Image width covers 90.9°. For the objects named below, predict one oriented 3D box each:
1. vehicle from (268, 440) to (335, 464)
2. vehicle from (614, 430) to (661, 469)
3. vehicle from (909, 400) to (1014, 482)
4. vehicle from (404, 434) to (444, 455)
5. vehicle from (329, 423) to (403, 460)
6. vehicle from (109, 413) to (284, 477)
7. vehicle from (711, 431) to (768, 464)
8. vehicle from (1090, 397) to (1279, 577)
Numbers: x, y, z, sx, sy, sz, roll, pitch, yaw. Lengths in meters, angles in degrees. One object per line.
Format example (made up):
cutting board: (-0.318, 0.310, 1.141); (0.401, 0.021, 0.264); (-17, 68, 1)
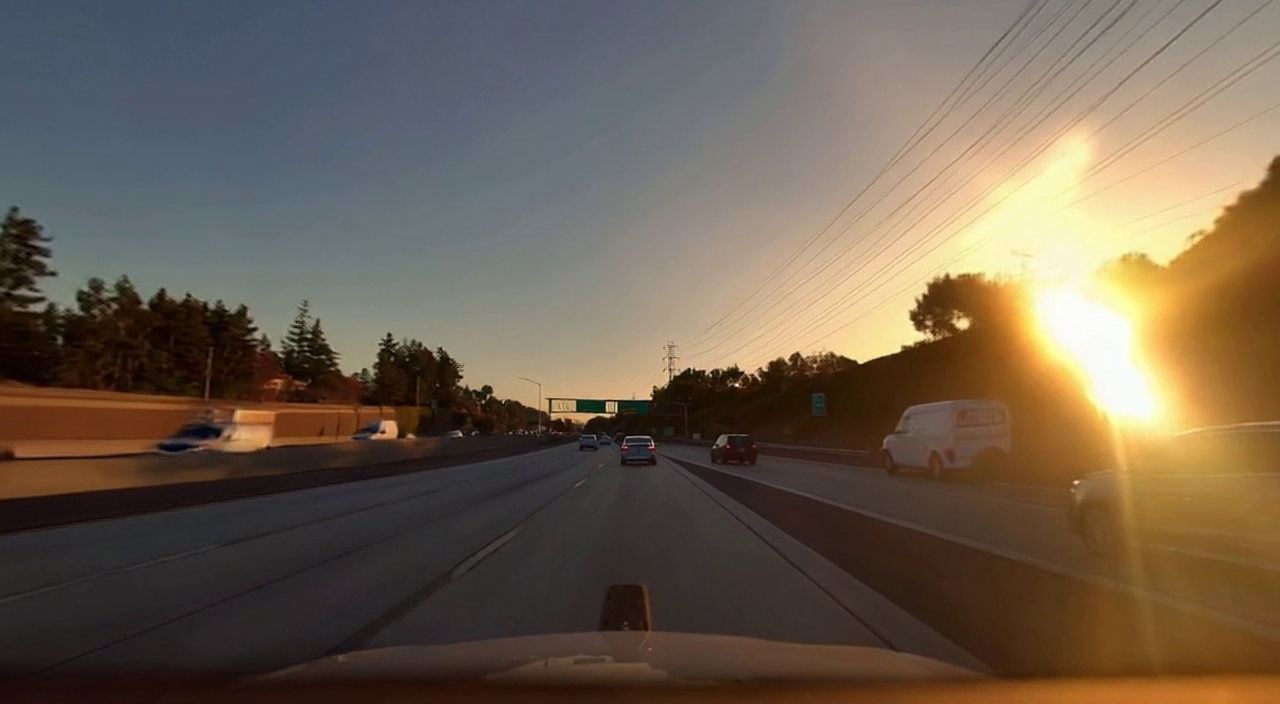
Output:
vehicle: (-20.528, 6.077, 38.476); (1.858, 1.414, 4.389); (1, -8, -3)
vehicle: (-0.177, 4.817, 31.345); (2.192, 1.769, 4.287); (0, -8, -2)
vehicle: (11.595, 3.222, 22.989); (2.162, 2.775, 2.707); (0, -8, -3)
vehicle: (-16.849, 7.274, 49.386); (1.838, 1.551, 4.182); (0, -8, -2)
vehicle: (-16.662, 5.481, 38.716); (2.208, 2.085, 5.448); (0, -8, -1)
vehicle: (-16.216, 3.485, 23.647); (2.339, 2.062, 5.804); (0, -8, 0)
vehicle: (5.468, 5.337, 35.419); (2.099, 1.720, 4.829); (0, -8, -4)
vehicle: (7.249, 1.298, 6.089); (2.102, 1.723, 4.745); (0, -8, -3)
